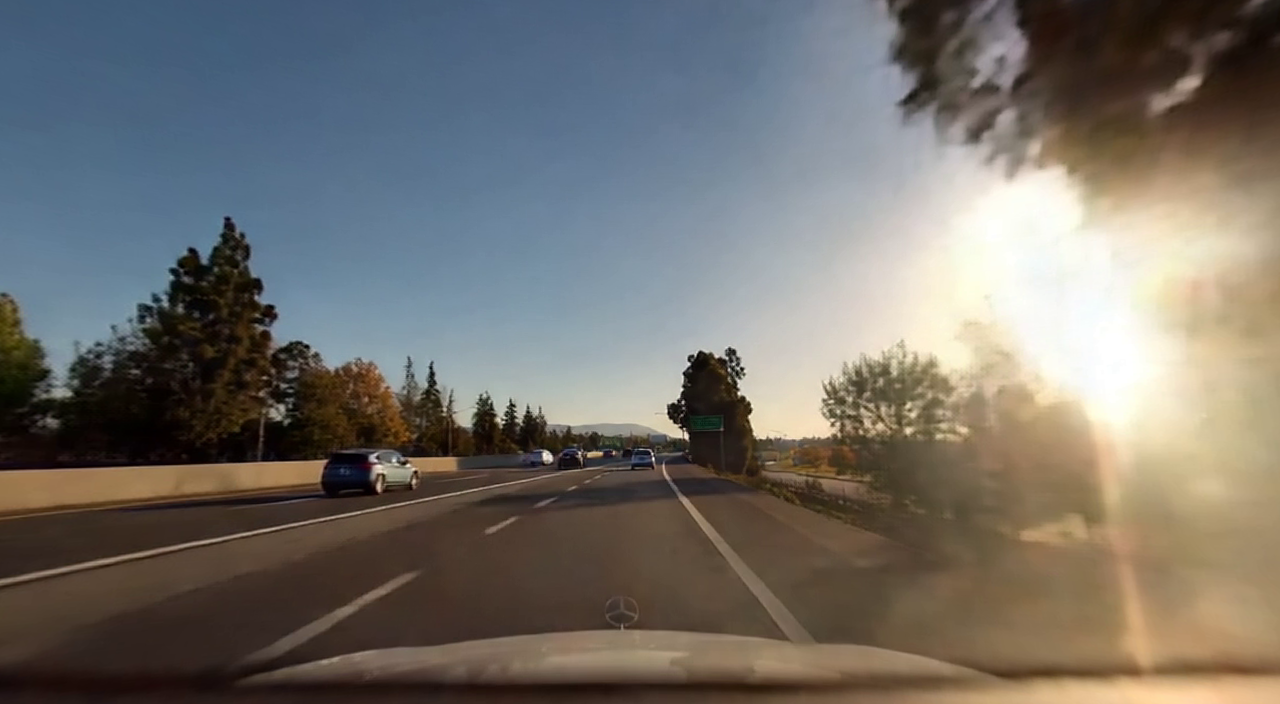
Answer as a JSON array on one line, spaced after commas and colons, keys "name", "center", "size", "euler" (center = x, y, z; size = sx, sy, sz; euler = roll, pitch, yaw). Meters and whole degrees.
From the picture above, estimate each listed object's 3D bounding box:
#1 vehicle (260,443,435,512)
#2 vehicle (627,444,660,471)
[{"name": "vehicle", "center": [-7.578, 3.284, 17.101], "size": [2.102, 1.562, 4.884], "euler": [-1, -9, 5]}, {"name": "vehicle", "center": [0.266, 7.344, 44.022], "size": [2.179, 1.742, 4.396], "euler": [0, -9, 2]}]
